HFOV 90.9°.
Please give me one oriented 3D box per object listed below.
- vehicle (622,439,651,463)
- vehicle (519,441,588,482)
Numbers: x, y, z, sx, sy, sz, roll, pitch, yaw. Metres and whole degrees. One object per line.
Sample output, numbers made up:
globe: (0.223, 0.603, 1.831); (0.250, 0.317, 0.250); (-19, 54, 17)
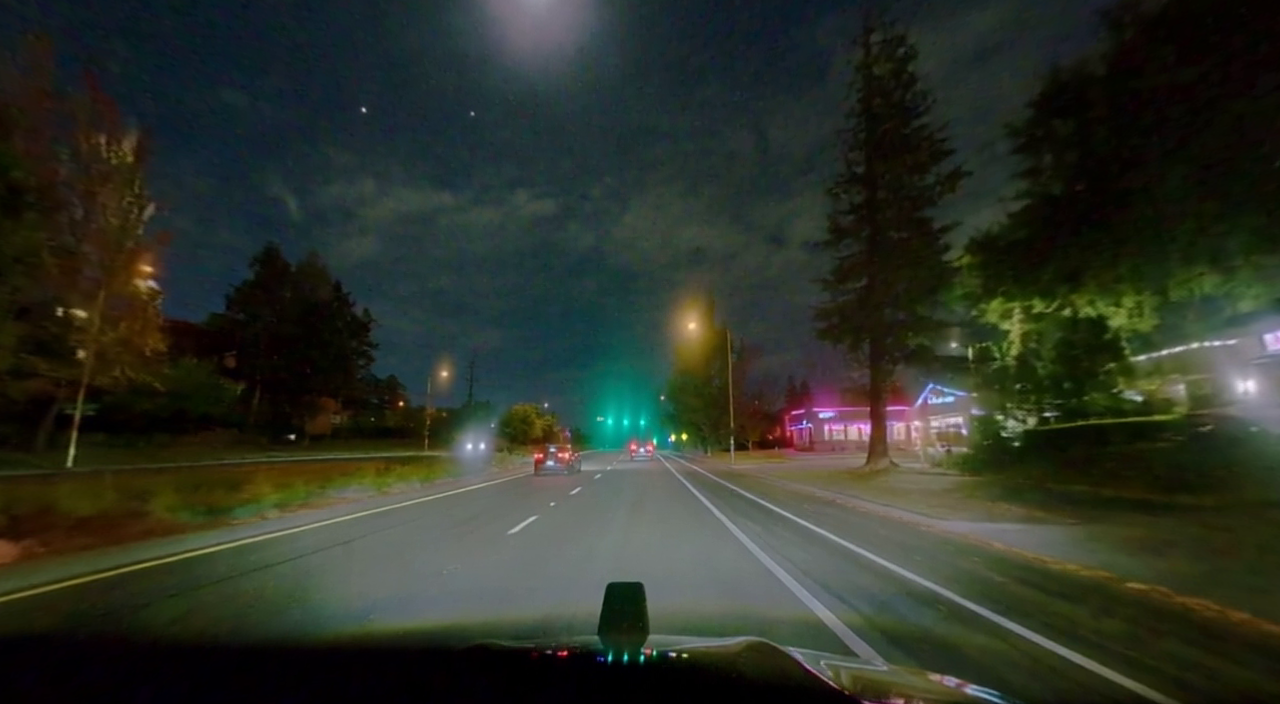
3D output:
vehicle: (-0.250, 7.658, 48.954); (2.153, 1.764, 4.047); (0, -8, 0)
vehicle: (-3.337, 4.319, 25.272); (2.015, 1.470, 4.458); (0, -8, 2)
